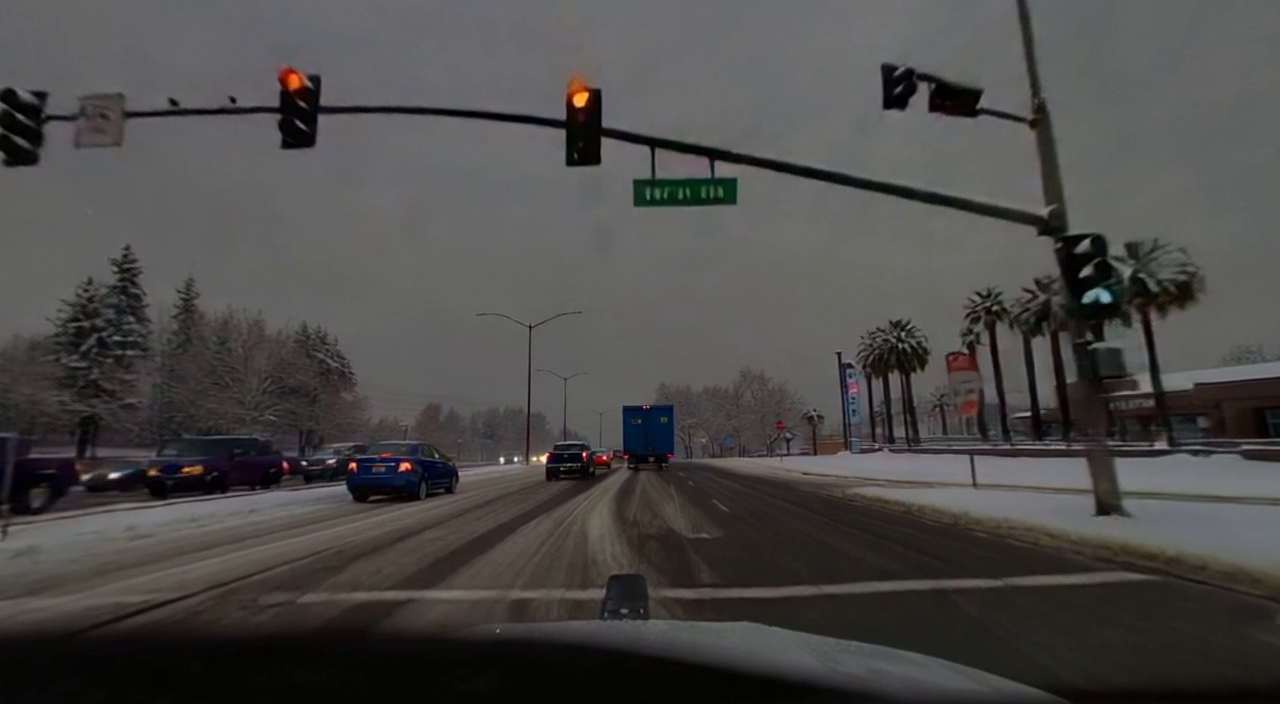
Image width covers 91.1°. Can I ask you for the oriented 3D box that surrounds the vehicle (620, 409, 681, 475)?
[{"bbox_3d":[0.557,4.891,34.042,2.993,3.235,6.692,0,-9,1],"label":"vehicle"}]

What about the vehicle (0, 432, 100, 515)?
[{"bbox_3d":[-14.680,2.628,13.307,2.040,1.745,4.899,-3,-10,1],"label":"vehicle"}]

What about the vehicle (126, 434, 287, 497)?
[{"bbox_3d":[-14.447,3.779,21.359,2.010,1.885,4.606,0,-9,2],"label":"vehicle"}]

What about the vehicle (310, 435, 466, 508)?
[{"bbox_3d":[-6.301,3.026,16.435,2.045,1.630,4.680,0,-9,1],"label":"vehicle"}]

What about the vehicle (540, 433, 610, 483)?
[{"bbox_3d":[-2.540,4.334,25.966,2.178,1.826,4.933,0,-9,2],"label":"vehicle"}]
